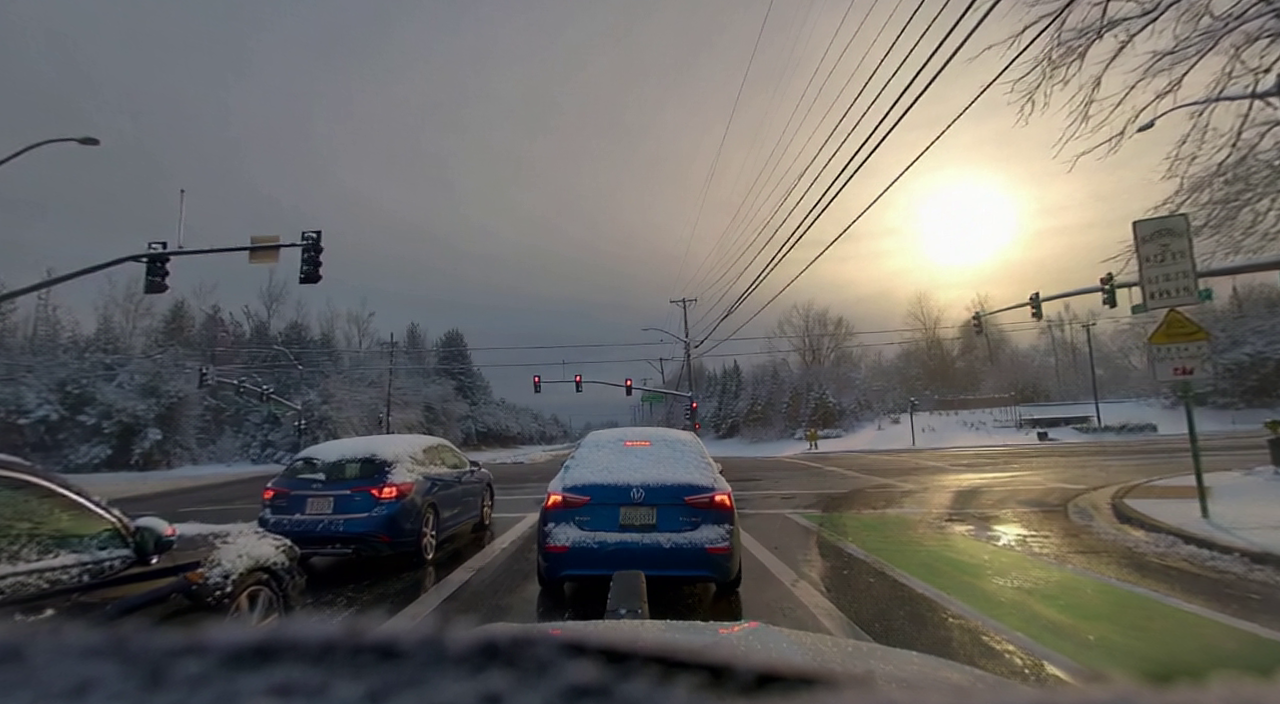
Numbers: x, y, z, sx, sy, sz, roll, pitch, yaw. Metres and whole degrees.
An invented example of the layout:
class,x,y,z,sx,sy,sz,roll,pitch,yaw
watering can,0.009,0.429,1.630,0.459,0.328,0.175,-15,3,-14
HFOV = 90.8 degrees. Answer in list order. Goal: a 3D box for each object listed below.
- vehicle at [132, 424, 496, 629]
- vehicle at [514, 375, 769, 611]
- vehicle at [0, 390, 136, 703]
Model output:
class,x,y,z,sx,sy,sz,roll,pitch,yaw
vehicle,-2.903,1.632,6.740,1.726,1.506,3.840,0,-9,1
vehicle,-0.021,1.562,7.751,2.036,1.885,5.196,0,-9,-1
vehicle,-3.468,0.606,0.286,2.138,1.488,5.327,0,-8,0
